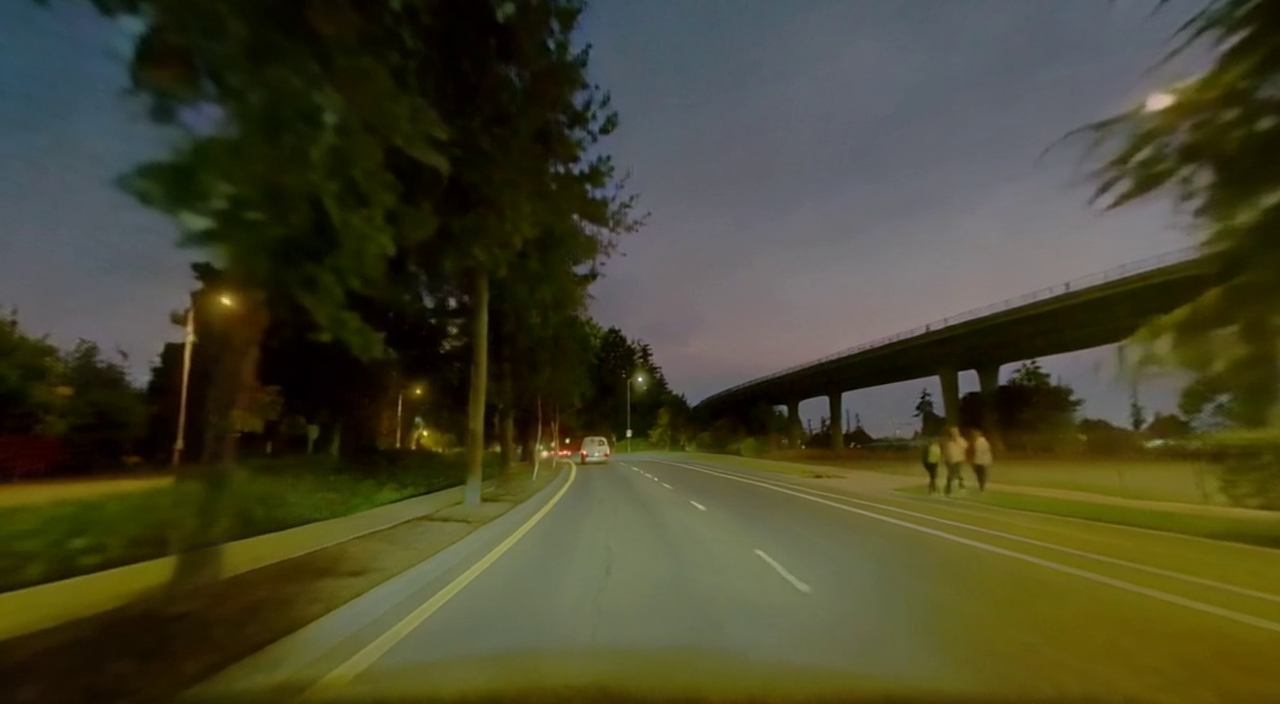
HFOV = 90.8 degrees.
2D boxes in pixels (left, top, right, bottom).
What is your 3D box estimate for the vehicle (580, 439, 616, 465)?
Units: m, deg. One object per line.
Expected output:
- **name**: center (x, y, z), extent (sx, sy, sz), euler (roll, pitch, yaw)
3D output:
- **vehicle**: center (-3.006, 7.002, 44.281), extent (2.184, 1.713, 4.231), euler (2, -9, -8)
